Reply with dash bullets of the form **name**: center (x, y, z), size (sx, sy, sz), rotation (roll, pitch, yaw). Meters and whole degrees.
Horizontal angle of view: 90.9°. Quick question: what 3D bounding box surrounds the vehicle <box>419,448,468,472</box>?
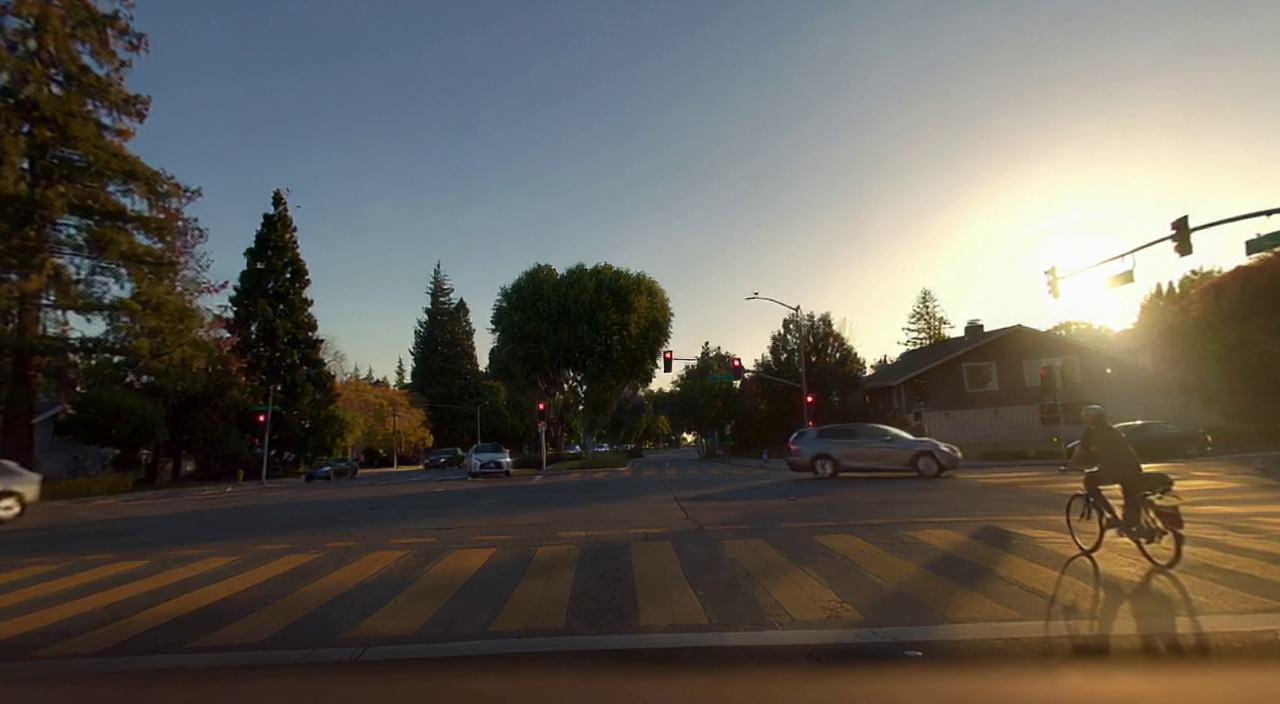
- **vehicle**: center (-13.427, 7.380, 43.366), size (1.973, 1.511, 4.299), rotation (0, -9, 0)

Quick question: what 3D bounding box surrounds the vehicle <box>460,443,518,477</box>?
- **vehicle**: center (-7.432, 5.220, 30.698), size (2.017, 1.496, 4.749), rotation (3, -9, -22)

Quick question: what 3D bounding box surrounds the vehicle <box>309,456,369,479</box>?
- **vehicle**: center (-20.811, 7.994, 43.841), size (1.872, 1.455, 4.576), rotation (0, -9, 0)

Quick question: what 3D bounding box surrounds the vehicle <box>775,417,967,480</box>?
- **vehicle**: center (7.021, 3.000, 19.508), size (5.188, 1.731, 2.191), rotation (-4, -9, 21)

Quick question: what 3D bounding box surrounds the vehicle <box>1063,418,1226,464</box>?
- **vehicle**: center (17.320, 3.096, 21.790), size (3.969, 1.493, 1.823), rotation (0, -9, 1)
